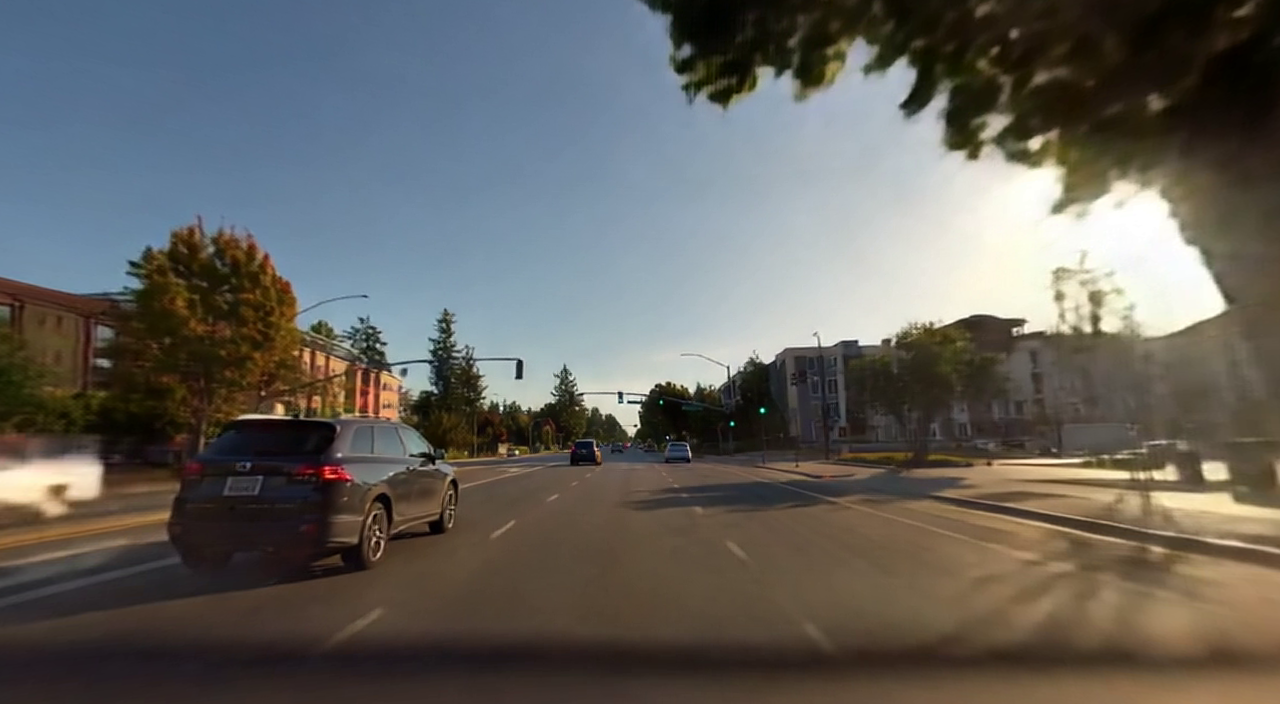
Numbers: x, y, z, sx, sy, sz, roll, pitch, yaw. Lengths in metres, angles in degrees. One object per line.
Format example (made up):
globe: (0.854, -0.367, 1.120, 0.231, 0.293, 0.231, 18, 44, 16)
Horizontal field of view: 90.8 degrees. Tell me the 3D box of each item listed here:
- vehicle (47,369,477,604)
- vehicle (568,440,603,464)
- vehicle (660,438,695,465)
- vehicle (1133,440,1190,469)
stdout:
vehicle: (-3.874, 1.515, 8.010, 2.225, 1.984, 5.168, 0, -8, 0)
vehicle: (-3.931, 7.293, 46.305, 2.083, 1.685, 4.069, 0, -8, 1)
vehicle: (2.561, 6.920, 44.055, 2.018, 1.719, 4.369, 0, -8, -2)
vehicle: (38.328, 7.488, 46.557, 2.026, 1.987, 5.331, -5, -9, 27)
